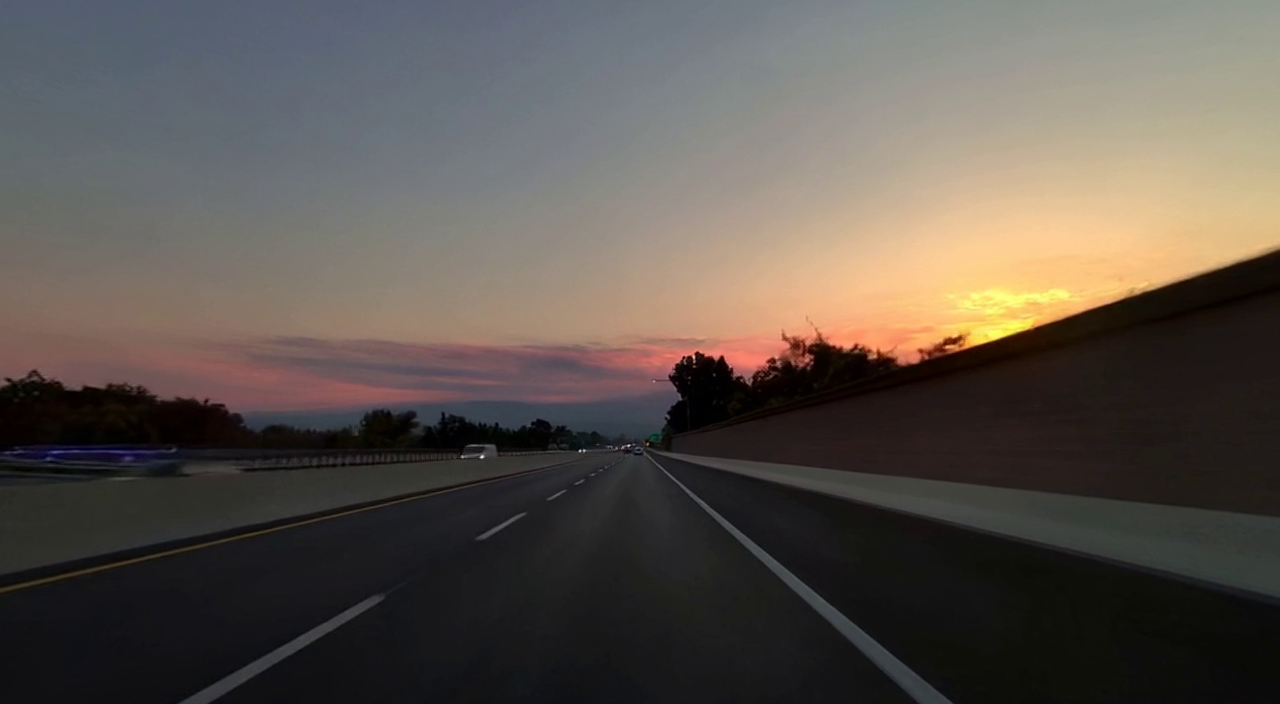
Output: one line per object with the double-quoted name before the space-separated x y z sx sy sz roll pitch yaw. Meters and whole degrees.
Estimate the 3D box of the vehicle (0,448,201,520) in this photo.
"vehicle" -13.291 3.192 15.625 1.833 1.537 3.864 0 -9 0
